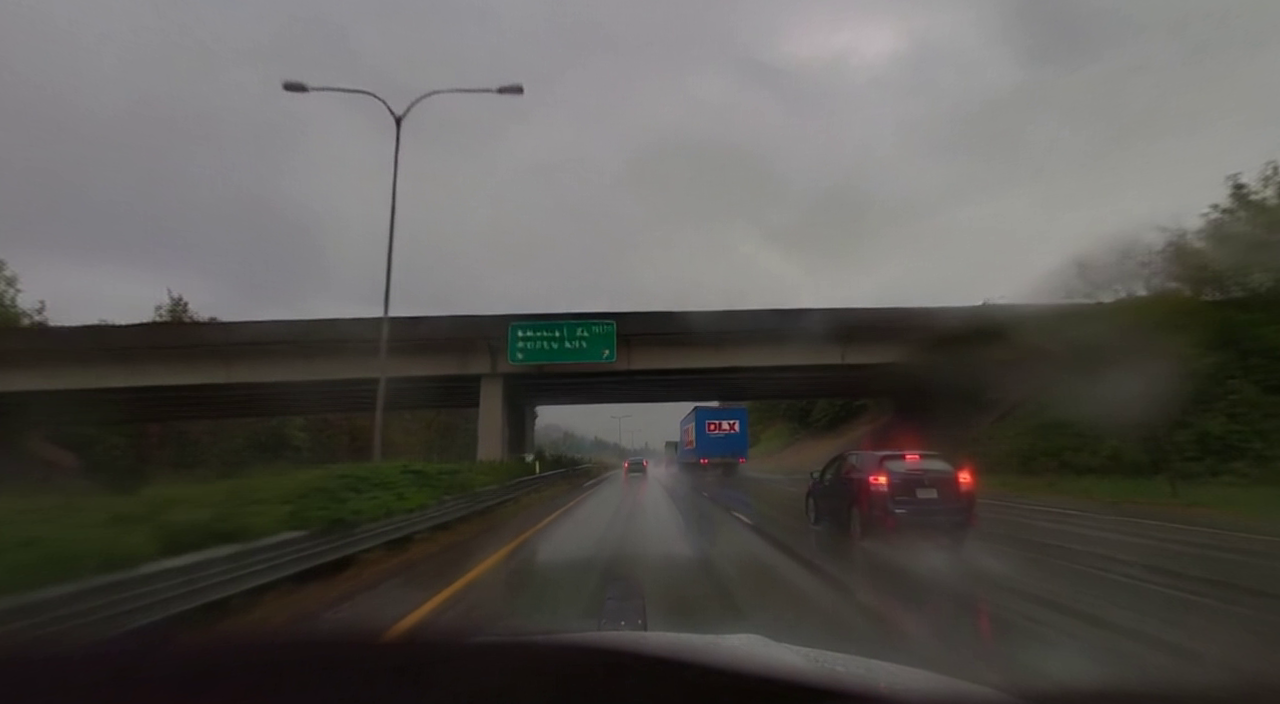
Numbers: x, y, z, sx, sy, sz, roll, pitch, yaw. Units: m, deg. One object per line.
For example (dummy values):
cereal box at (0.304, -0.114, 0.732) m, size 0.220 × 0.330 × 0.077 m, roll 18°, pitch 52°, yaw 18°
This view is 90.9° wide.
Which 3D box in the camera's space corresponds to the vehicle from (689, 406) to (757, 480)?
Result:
vehicle at (4.784, 5.521, 38.107) m, size 2.838 × 3.985 × 8.010 m, roll 0°, pitch -9°, yaw -1°

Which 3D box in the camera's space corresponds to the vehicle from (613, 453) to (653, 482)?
vehicle at (-0.385, 6.277, 34.495) m, size 2.055 × 1.445 × 3.661 m, roll 0°, pitch -9°, yaw -1°

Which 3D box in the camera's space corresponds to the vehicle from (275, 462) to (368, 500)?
vehicle at (-14.110, 5.724, 28.260) m, size 1.831 × 1.464 × 4.303 m, roll -1°, pitch -9°, yaw 2°

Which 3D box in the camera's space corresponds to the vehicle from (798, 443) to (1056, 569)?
vehicle at (3.920, 2.147, 9.574) m, size 1.894 × 1.452 × 4.164 m, roll 0°, pitch -9°, yaw -1°
